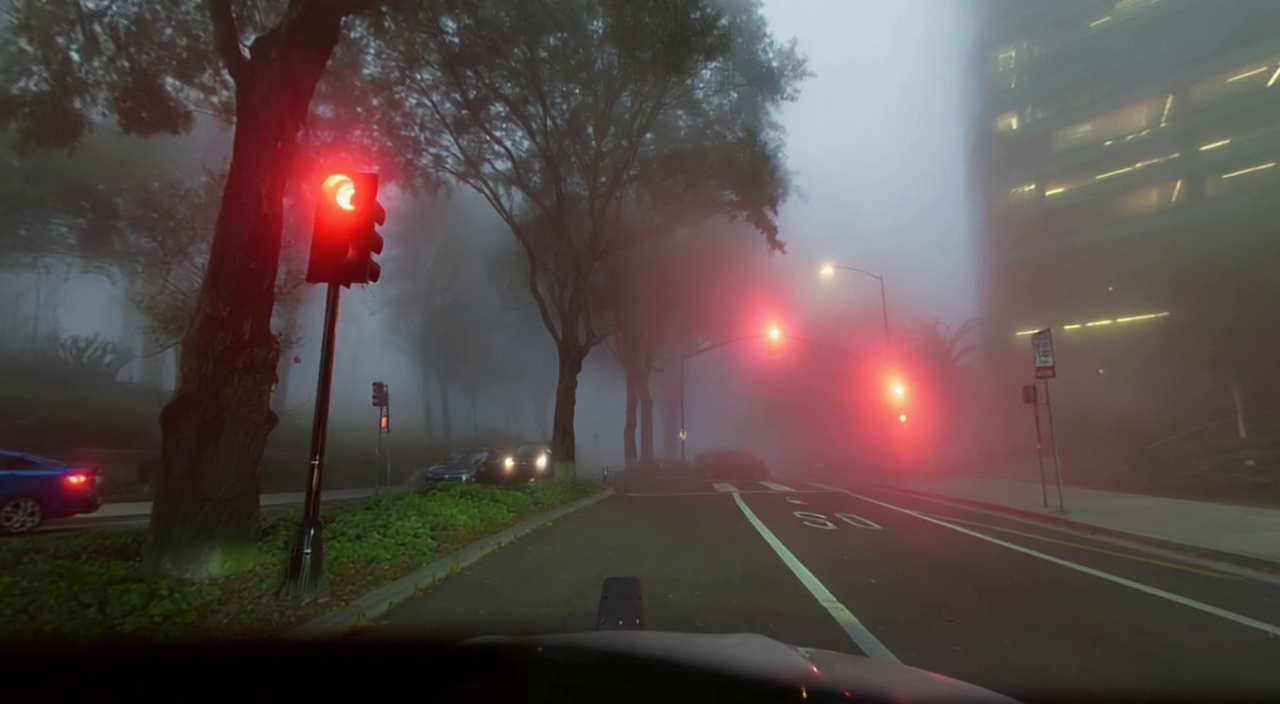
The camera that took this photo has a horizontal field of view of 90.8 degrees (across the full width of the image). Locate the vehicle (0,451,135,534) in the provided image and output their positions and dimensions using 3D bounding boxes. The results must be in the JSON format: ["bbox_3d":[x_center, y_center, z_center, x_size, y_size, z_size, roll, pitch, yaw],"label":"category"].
[{"bbox_3d":[-12.859,2.712,12.270,4.598,1.490,1.816,7,-11,-40],"label":"vehicle"}]

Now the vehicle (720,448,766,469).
[{"bbox_3d":[7.857,8.121,48.415,1.829,1.440,4.384,2,-9,-14],"label":"vehicle"}]
